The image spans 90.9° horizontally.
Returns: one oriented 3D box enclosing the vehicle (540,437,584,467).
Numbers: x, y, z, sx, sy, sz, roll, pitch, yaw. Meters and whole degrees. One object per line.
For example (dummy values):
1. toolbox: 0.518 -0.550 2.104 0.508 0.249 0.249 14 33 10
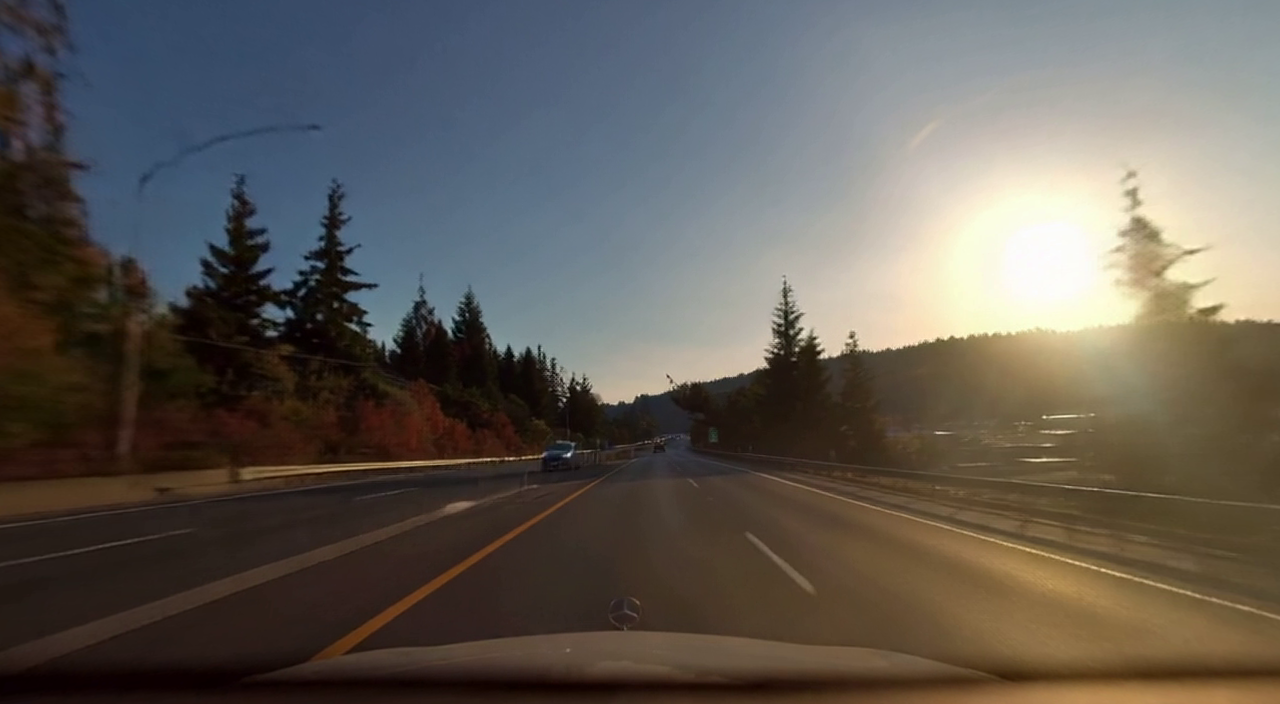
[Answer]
1. vehicle: -5.313 6.872 43.453 2.341 1.910 4.785 0 -8 1
